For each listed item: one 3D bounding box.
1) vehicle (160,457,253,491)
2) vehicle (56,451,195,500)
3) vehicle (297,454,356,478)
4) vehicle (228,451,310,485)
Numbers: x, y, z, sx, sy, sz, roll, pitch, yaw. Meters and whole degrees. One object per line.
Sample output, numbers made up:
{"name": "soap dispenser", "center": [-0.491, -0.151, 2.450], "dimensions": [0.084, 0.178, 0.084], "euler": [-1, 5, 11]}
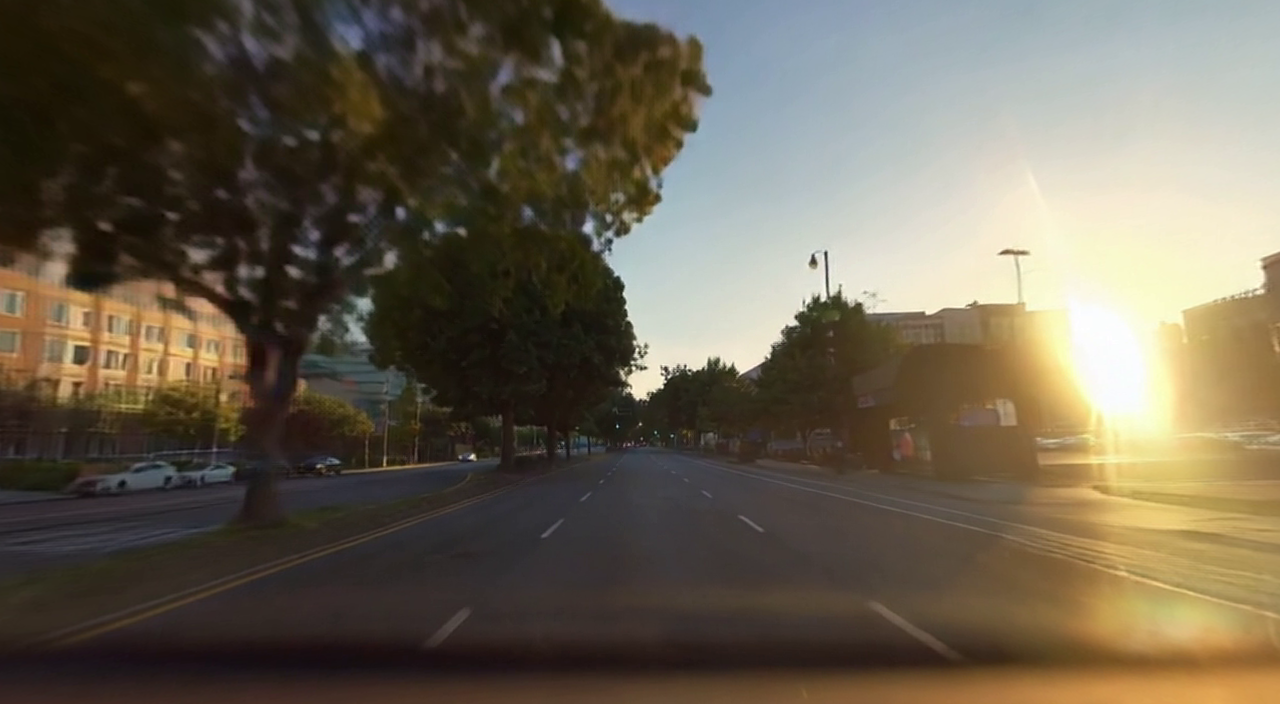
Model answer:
{"name": "vehicle", "center": [-22.013, 6.189, 32.307], "dimensions": [1.897, 1.462, 4.278], "euler": [0, -8, -3]}
{"name": "vehicle", "center": [-21.895, 5.226, 27.209], "dimensions": [1.922, 1.821, 4.729], "euler": [0, -8, 0]}
{"name": "vehicle", "center": [-21.967, 7.977, 44.444], "dimensions": [1.841, 1.505, 4.664], "euler": [0, -8, -1]}
{"name": "vehicle", "center": [-22.156, 6.886, 37.954], "dimensions": [2.043, 1.816, 4.776], "euler": [0, -8, -1]}
